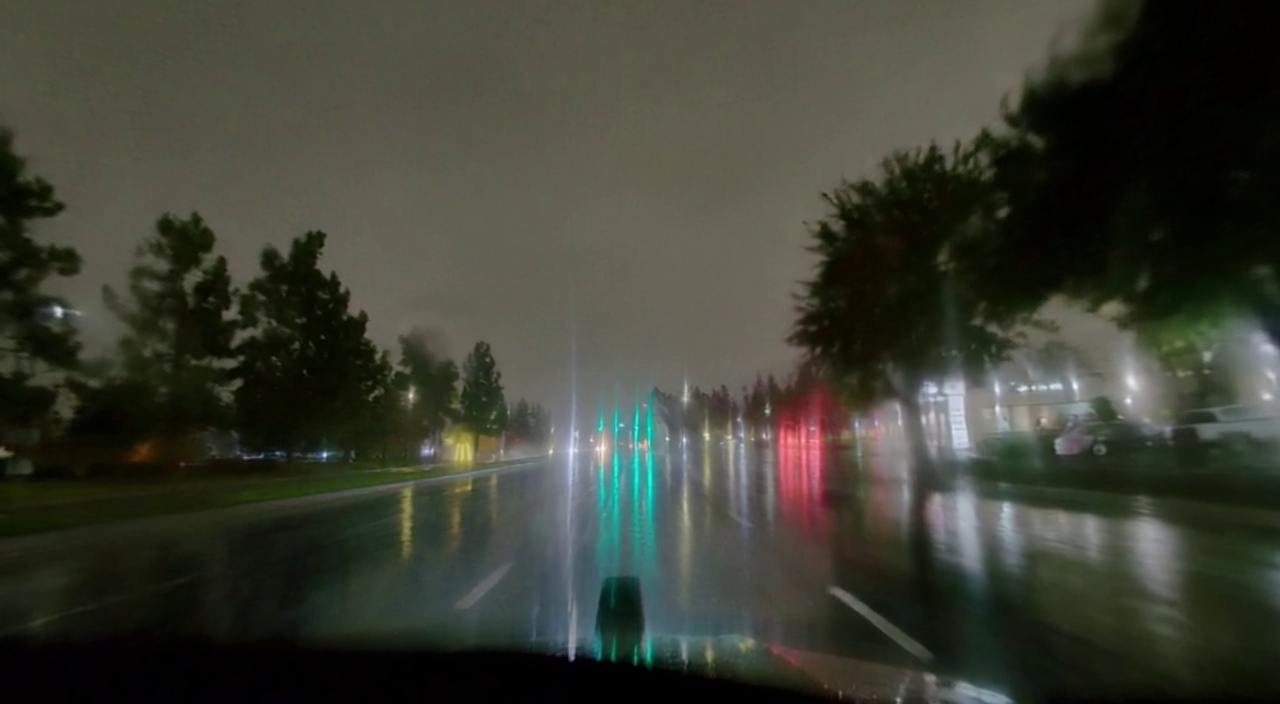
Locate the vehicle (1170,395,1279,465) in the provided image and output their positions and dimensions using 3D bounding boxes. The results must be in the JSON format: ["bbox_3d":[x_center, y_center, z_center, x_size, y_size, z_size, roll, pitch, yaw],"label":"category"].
[{"bbox_3d":[26.458,3.198,25.883,7.147,2.712,2.343,0,-8,1],"label":"vehicle"}]

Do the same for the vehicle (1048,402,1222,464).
[{"bbox_3d":[26.304,4.353,33.810,6.937,2.503,2.325,-6,-8,2],"label":"vehicle"}]
